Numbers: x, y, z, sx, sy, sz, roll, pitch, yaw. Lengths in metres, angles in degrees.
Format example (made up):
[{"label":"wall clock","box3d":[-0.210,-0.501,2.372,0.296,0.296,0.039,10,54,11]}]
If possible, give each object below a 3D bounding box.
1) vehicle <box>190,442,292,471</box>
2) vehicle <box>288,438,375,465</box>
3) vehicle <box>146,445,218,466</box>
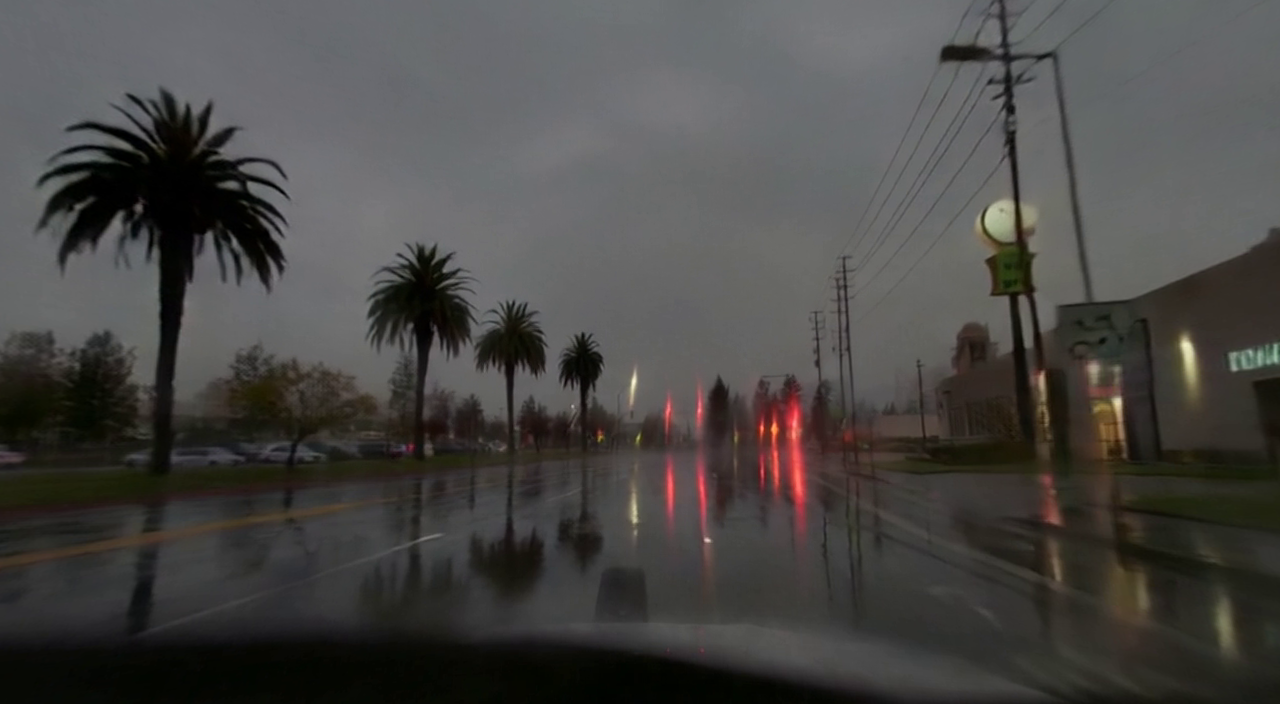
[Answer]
[{"label":"vehicle","box3d":[-22.403,5.882,35.349,4.440,1.541,1.851,0,-9,2]},{"label":"vehicle","box3d":[-21.267,6.869,43.389,5.084,1.664,2.006,-2,-7,5]},{"label":"vehicle","box3d":[-35.579,8.030,48.791,4.188,1.615,1.866,0,-9,3]}]
